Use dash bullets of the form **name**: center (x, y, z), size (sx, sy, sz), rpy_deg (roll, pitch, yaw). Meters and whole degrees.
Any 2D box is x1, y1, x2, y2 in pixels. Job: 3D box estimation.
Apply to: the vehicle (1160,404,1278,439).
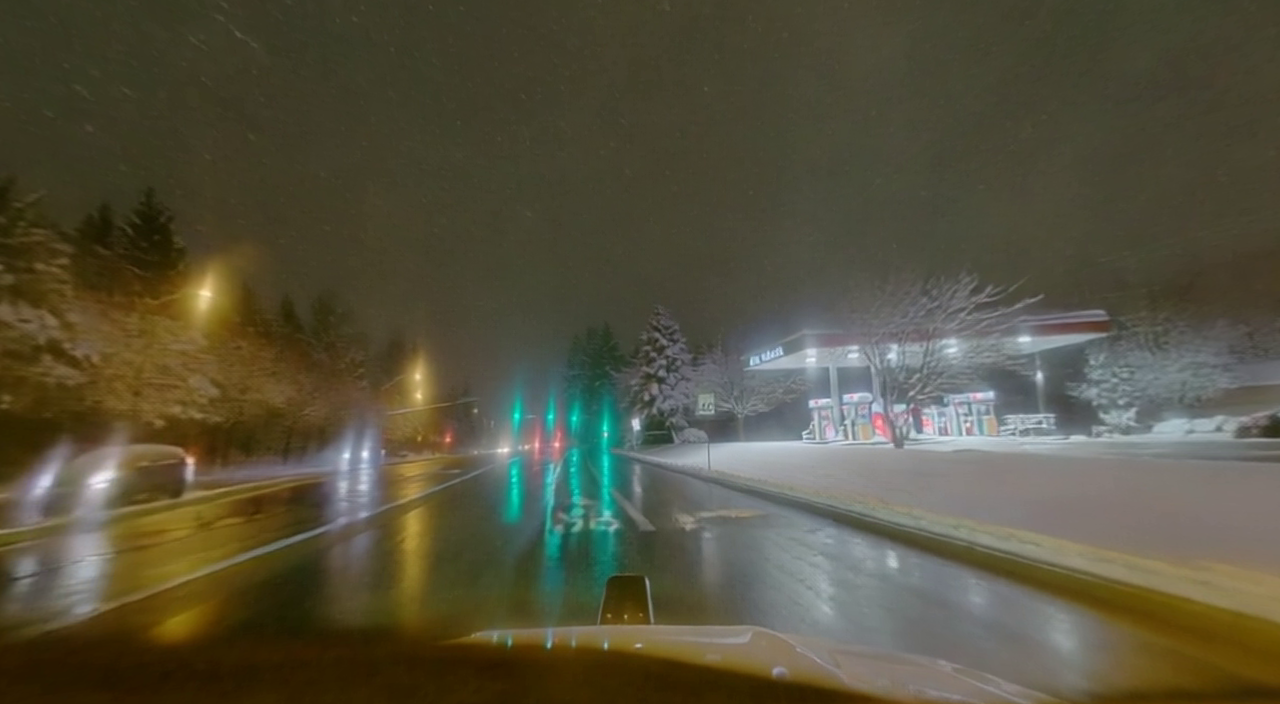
- **vehicle**: center (31.419, 3.814, 34.384), size (4.323, 1.447, 1.710), rpy_deg (-9, -7, 29)
